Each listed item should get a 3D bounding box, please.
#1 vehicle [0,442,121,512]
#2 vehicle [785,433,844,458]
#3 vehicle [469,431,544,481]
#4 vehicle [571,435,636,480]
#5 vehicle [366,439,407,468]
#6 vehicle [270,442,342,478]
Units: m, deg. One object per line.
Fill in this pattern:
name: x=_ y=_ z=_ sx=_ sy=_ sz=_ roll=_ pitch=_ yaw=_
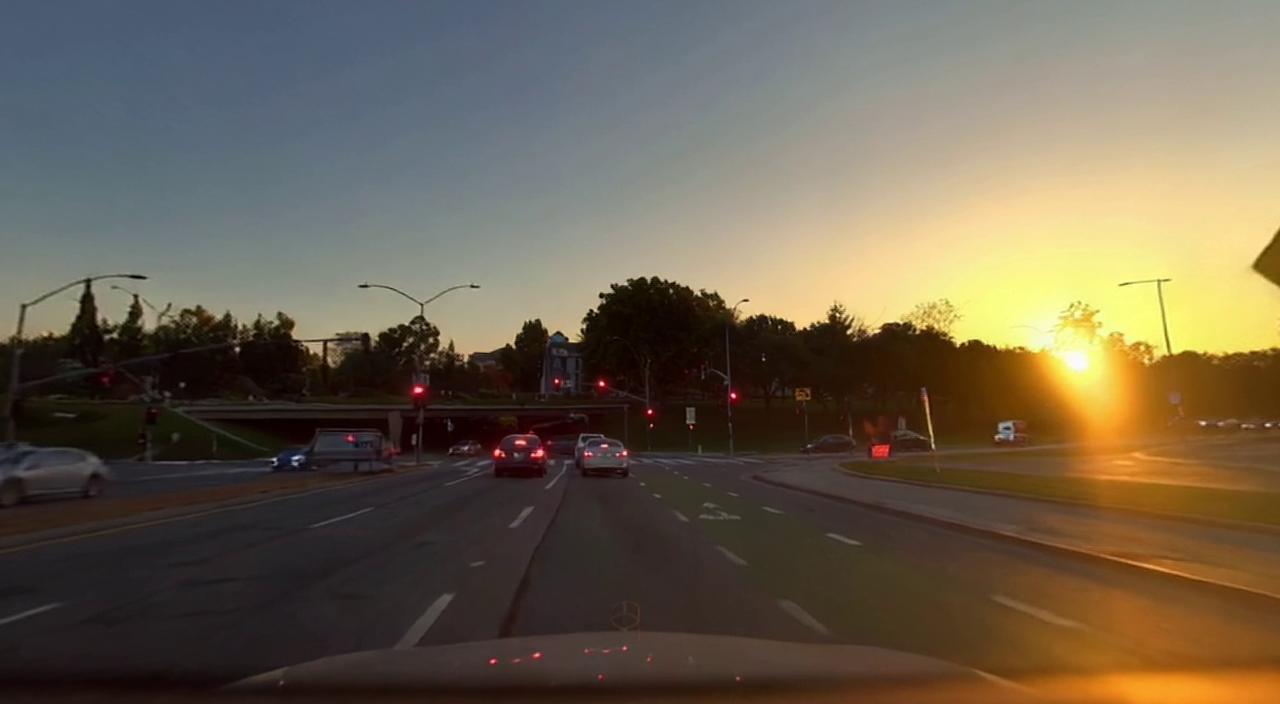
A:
vehicle: x=-15.575 y=3.021 z=15.627 sx=1.968 sy=1.557 sz=4.650 roll=1 pitch=-8 yaw=-7
vehicle: x=12.152 y=6.478 z=43.950 sx=4.166 sy=1.622 sz=1.908 roll=7 pitch=-11 yaw=-41
vehicle: x=-4.747 y=3.766 z=23.141 sx=2.057 sy=1.610 sz=4.891 roll=0 pitch=-8 yaw=-5
vehicle: x=-1.373 y=3.874 z=23.544 sx=2.176 sy=1.489 sz=4.518 roll=0 pitch=-8 yaw=-4
vehicle: x=-19.784 y=8.021 z=49.488 sx=1.863 sy=1.722 sz=4.328 roll=-9 pitch=-11 yaw=-10
vehicle: x=-18.110 y=5.838 z=34.450 sx=1.985 sy=1.537 sz=4.013 roll=-4 pitch=-5 yaw=-5
